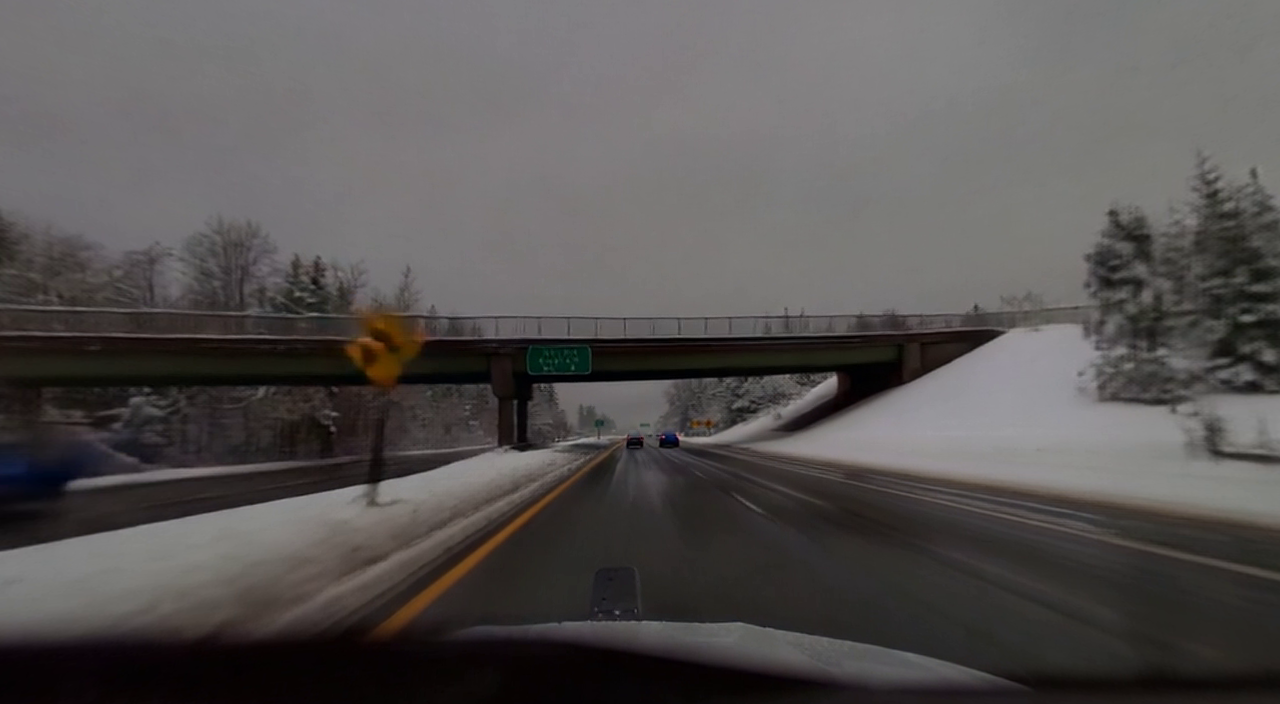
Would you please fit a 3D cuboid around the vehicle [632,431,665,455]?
[{"bbox_3d":[0.533,6.056,42.024,1.981,1.490,3.449,0,-8,-2],"label":"vehicle"}]
